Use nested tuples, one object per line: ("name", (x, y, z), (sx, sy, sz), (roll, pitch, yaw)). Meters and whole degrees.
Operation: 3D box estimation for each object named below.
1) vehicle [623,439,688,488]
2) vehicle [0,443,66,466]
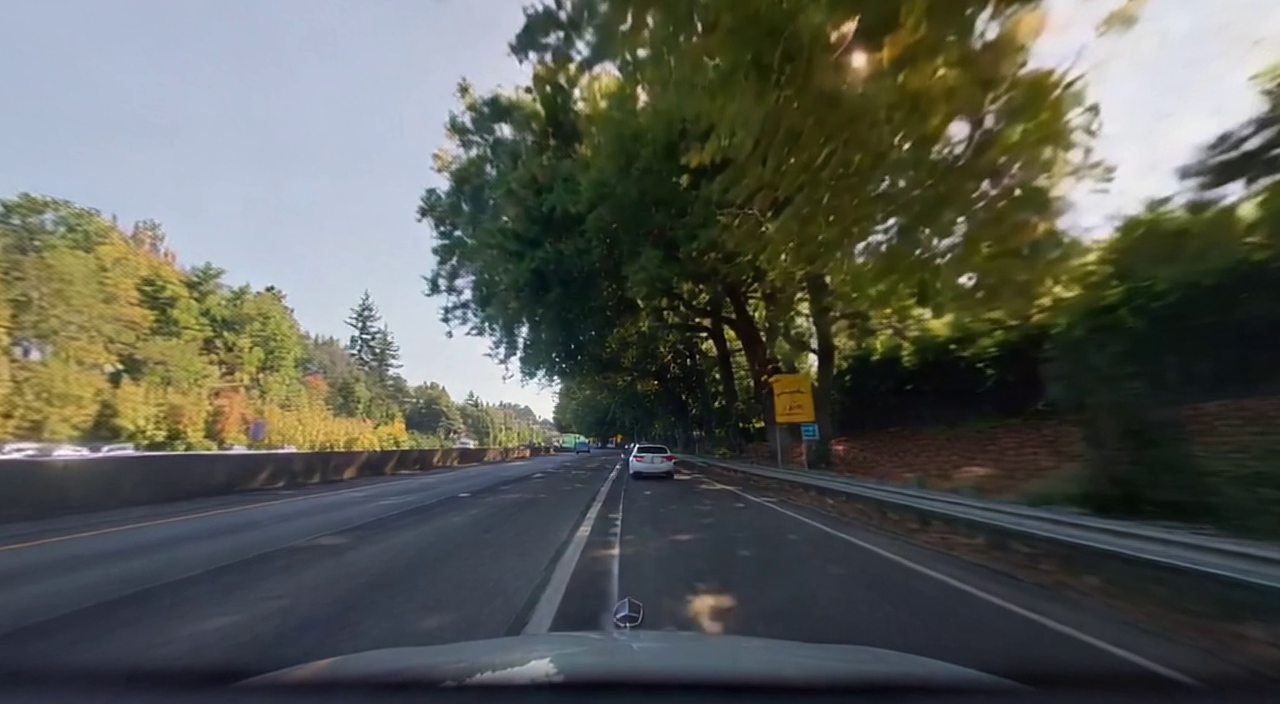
("vehicle", (0.414, 3.664, 21.010), (1.960, 1.456, 3.818), (0, -9, -2))
("vehicle", (-43.481, 7.265, 44.653), (1.794, 1.504, 4.380), (1, -9, -8))
